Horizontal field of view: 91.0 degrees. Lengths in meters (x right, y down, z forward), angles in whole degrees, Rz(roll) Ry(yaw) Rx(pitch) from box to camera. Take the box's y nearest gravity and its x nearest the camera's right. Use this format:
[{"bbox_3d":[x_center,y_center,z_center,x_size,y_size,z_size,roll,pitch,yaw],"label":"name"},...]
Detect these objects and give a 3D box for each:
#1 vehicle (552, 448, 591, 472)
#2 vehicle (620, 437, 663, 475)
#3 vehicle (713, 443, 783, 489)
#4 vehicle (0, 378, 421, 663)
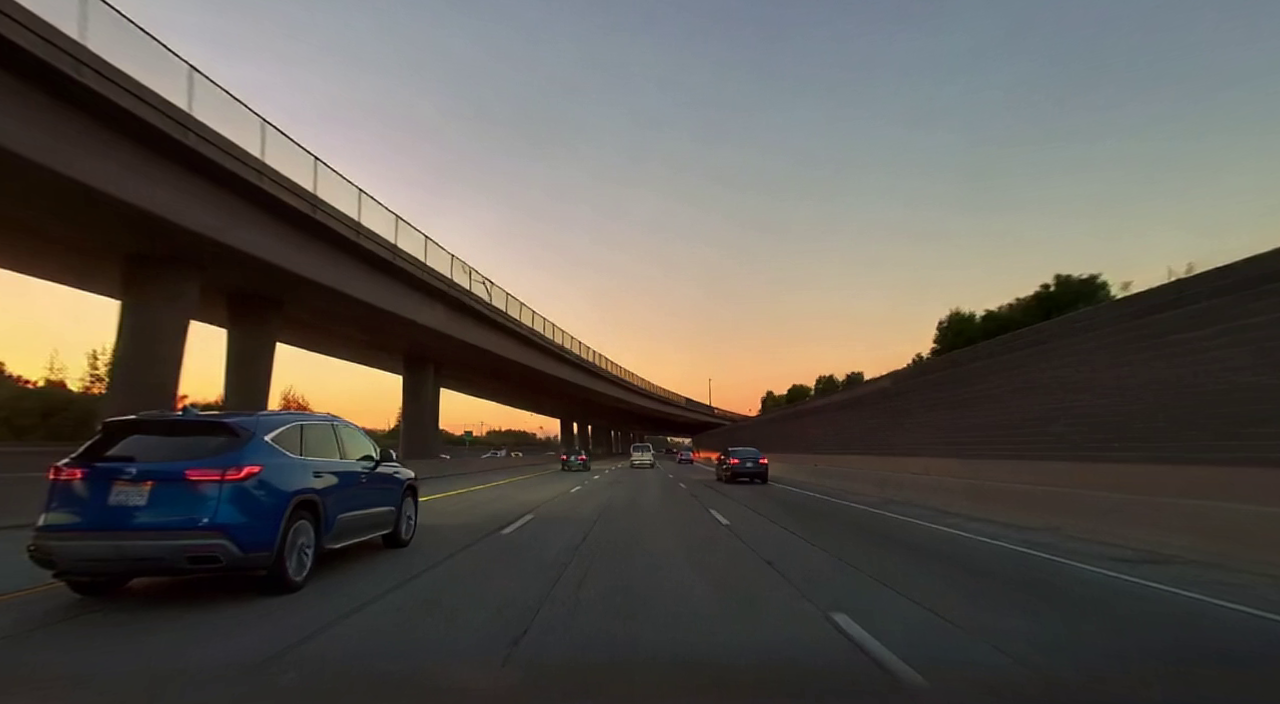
[{"bbox_3d":[-4.432,7.047,41.323,1.994,1.475,4.171,0,-9,1],"label":"vehicle"},{"bbox_3d":[0.062,5.635,34.258,2.155,1.909,4.529,0,-9,0],"label":"vehicle"},{"bbox_3d":[3.909,4.170,23.414,1.959,1.554,3.795,0,-9,0],"label":"vehicle"},{"bbox_3d":[-4.060,1.376,6.229,2.089,1.751,4.515,0,-9,1],"label":"vehicle"}]
